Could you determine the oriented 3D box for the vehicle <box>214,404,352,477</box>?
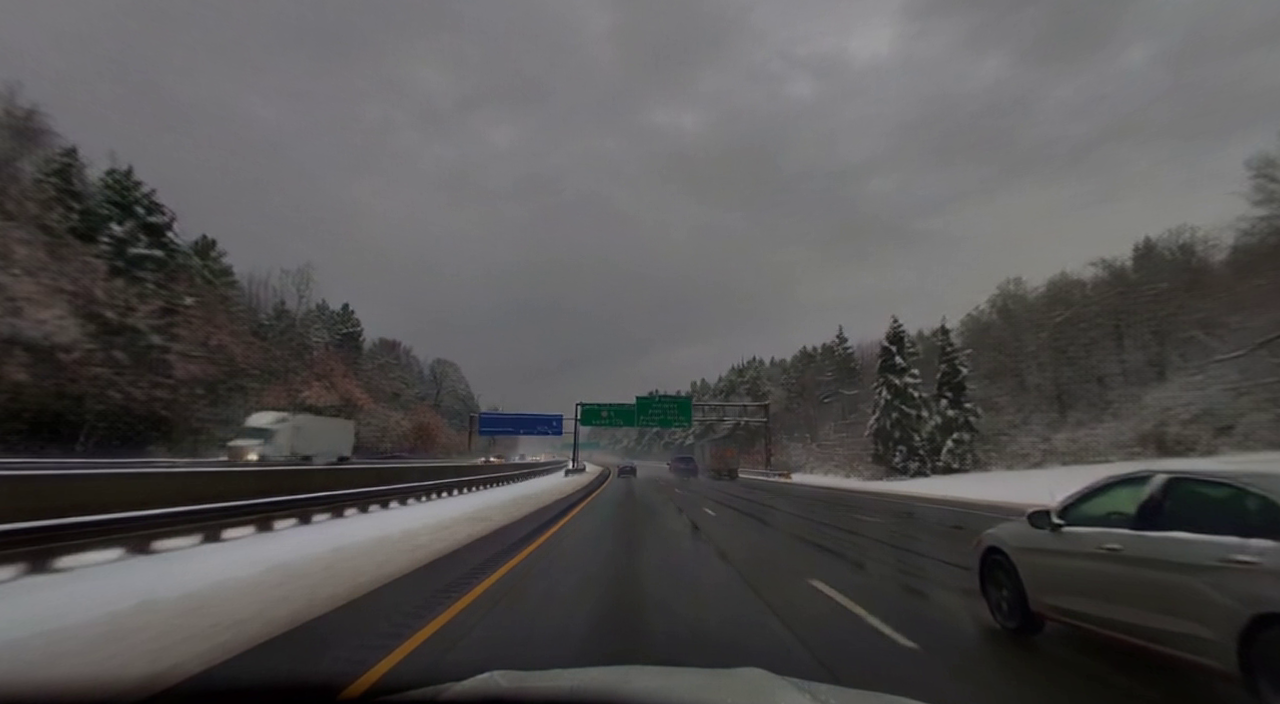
[{"bbox_3d":[-21.608,5.667,39.069,3.104,3.928,9.331,1,-10,-2],"label":"vehicle"}]

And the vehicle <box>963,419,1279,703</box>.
[{"bbox_3d":[3.955,1.267,3.408,2.132,1.662,4.180,1,-10,-1],"label":"vehicle"}]
